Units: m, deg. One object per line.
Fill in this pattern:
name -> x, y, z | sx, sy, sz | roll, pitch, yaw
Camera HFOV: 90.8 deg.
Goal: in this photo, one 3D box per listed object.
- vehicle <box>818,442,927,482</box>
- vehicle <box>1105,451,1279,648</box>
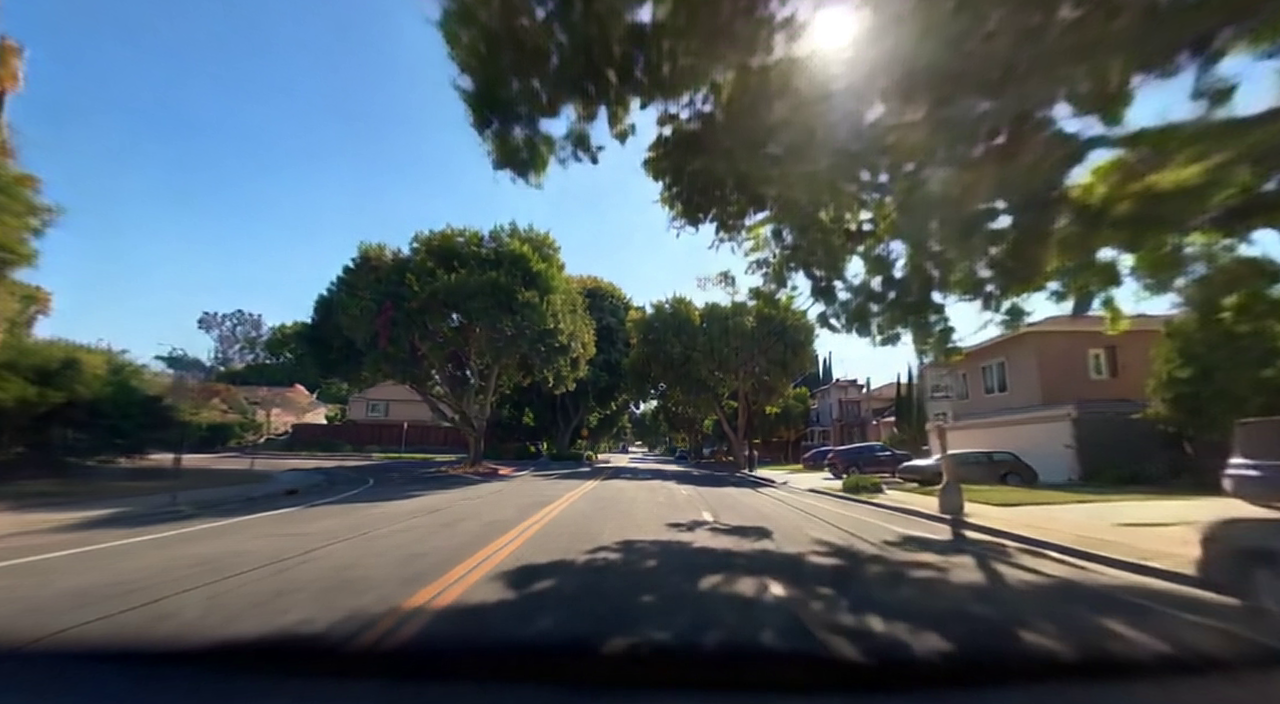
vehicle -> 11.047, 5.234, 30.296 | 4.453, 1.590, 1.861 | -3, -6, 2
vehicle -> 5.862, 1.375, 3.999 | 2.087, 1.446, 4.755 | 0, -9, -2
